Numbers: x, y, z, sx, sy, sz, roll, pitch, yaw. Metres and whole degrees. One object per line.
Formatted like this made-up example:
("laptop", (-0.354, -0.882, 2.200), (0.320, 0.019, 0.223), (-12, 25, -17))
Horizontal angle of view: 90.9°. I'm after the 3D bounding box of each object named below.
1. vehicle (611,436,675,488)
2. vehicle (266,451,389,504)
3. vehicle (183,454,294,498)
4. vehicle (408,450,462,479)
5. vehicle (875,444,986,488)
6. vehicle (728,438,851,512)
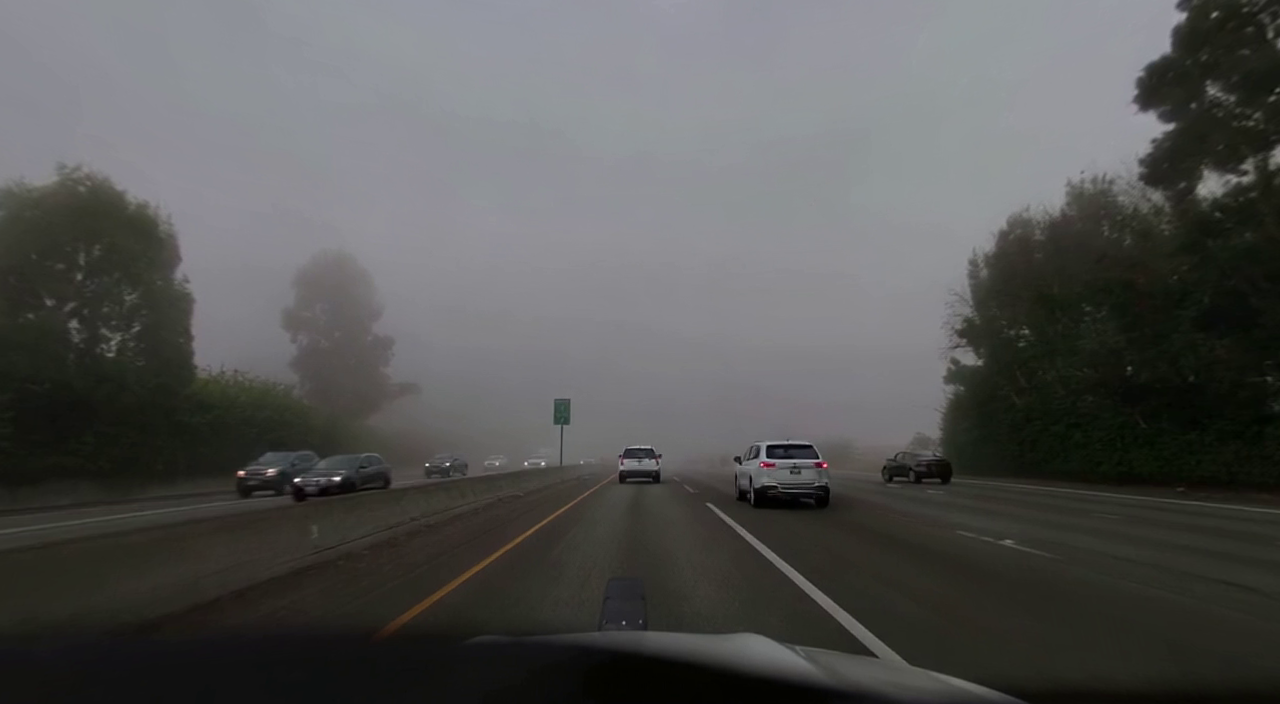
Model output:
("vehicle", (0.144, 4.327, 25.108), (2.290, 1.862, 4.454), (0, -8, 1))
("vehicle", (-10.904, 4.363, 22.459), (1.978, 1.631, 4.530), (0, -8, 1))
("vehicle", (-17.976, 5.543, 28.558), (2.088, 1.683, 4.436), (-2, -8, 0))
("vehicle", (-14.333, 7.862, 44.381), (2.018, 1.887, 5.108), (0, -8, 1))
("vehicle", (11.067, 4.345, 24.496), (1.985, 1.503, 4.842), (0, -8, 0))
("vehicle", (3.550, 2.983, 15.802), (2.042, 1.592, 4.047), (0, -8, -1))
